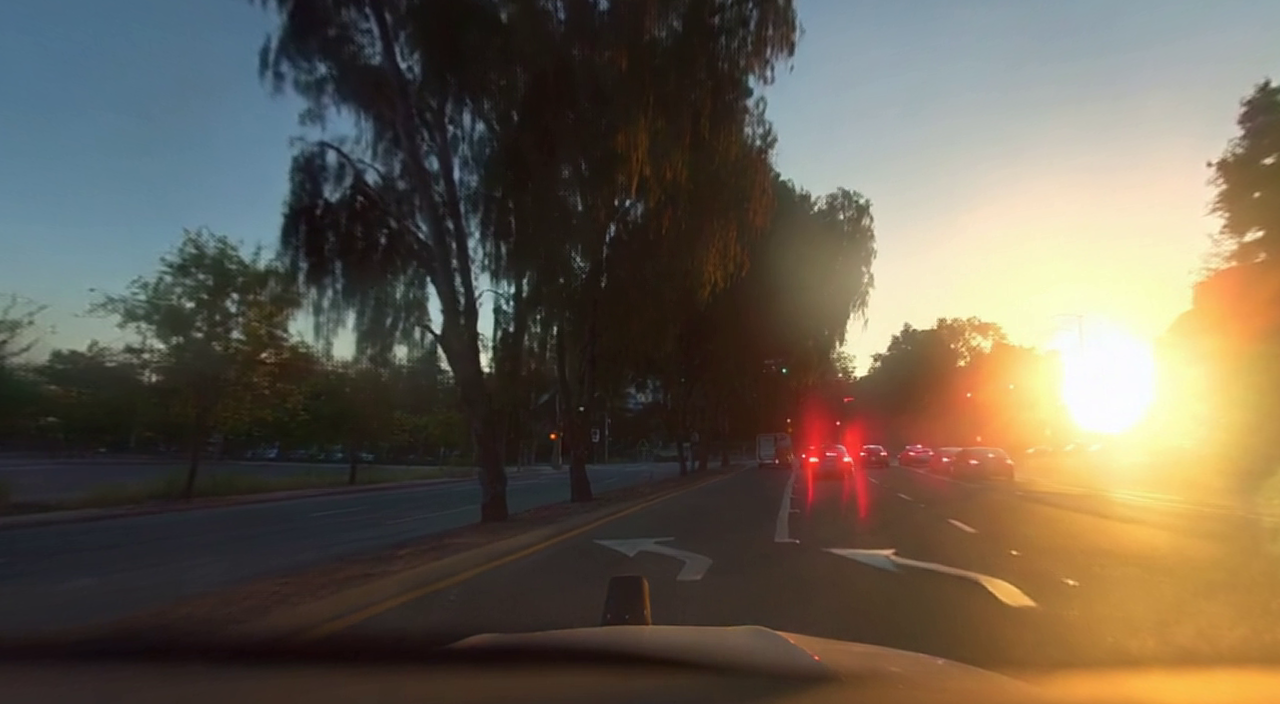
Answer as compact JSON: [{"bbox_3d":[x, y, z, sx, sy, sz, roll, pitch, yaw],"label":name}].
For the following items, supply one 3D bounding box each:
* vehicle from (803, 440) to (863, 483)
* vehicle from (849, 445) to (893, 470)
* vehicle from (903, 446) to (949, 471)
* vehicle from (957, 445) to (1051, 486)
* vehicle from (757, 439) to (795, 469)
[{"bbox_3d":[7.727,4.376,25.551,2.078,1.578,4.107,-2,-9,14],"label":"vehicle"},{"bbox_3d":[14.733,6.716,40.455,2.063,1.476,4.361,-2,-9,13],"label":"vehicle"},{"bbox_3d":[18.547,6.877,41.094,1.901,1.484,4.093,-2,-8,13],"label":"vehicle"},{"bbox_3d":[13.924,4.315,24.389,1.884,1.422,4.262,-2,-9,13],"label":"vehicle"},{"bbox_3d":[8.897,6.607,41.001,2.245,1.800,4.522,-2,-8,13],"label":"vehicle"}]
